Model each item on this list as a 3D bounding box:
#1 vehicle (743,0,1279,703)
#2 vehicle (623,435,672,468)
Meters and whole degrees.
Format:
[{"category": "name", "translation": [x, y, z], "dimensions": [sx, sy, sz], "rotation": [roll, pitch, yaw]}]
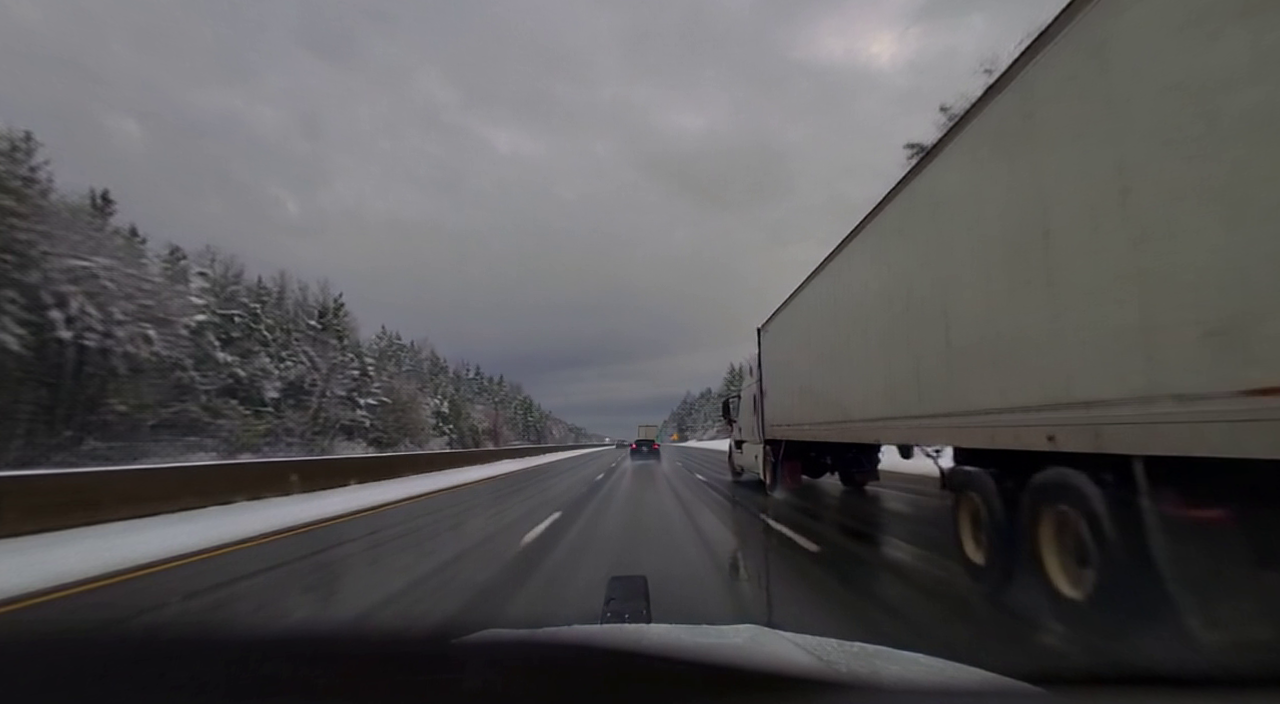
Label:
[{"category": "vehicle", "translation": [4.141, 0.517, 8.856], "dimensions": [3.005, 4.131, 14.221], "rotation": [0, -8, 0]}, {"category": "vehicle", "translation": [0.438, 5.084, 32.379], "dimensions": [2.139, 1.607, 4.034], "rotation": [-1, -8, 6]}]
